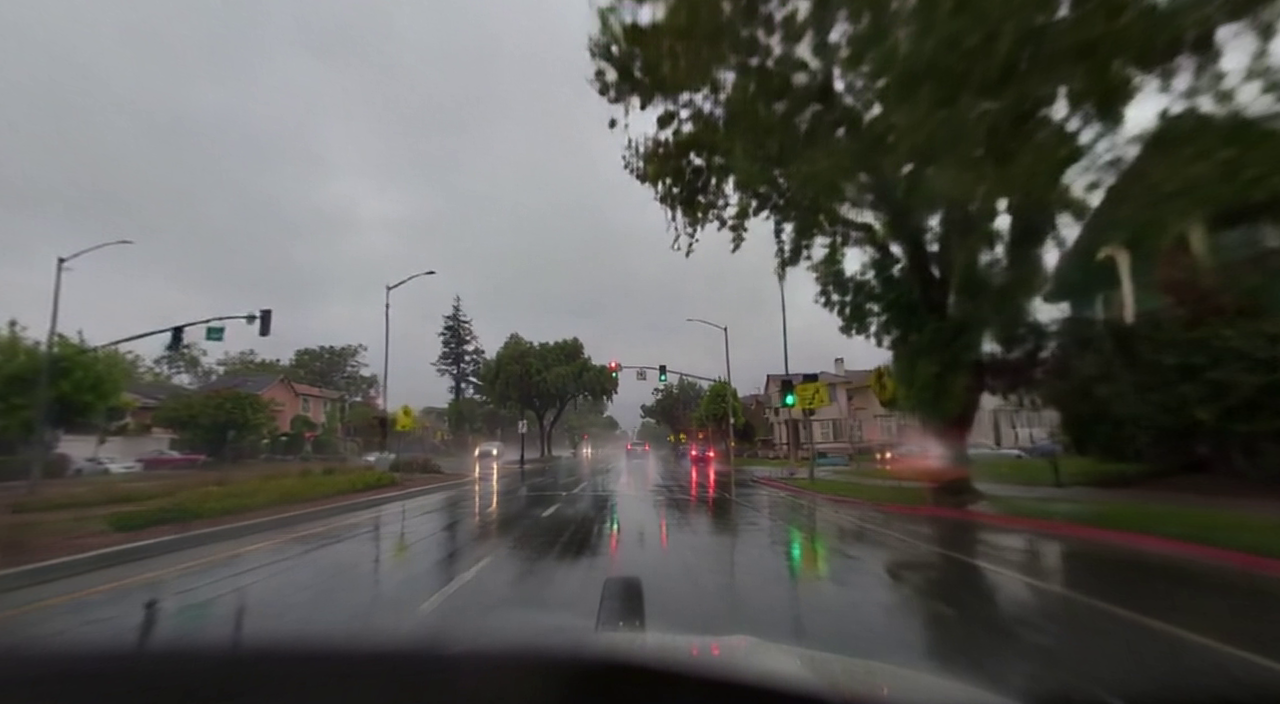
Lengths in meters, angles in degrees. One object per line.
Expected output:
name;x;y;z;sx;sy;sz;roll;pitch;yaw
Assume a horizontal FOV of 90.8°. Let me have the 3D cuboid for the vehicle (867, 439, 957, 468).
vehicle;16.822;6.301;39.208;4.561;1.723;2.030;1;-9;-5
